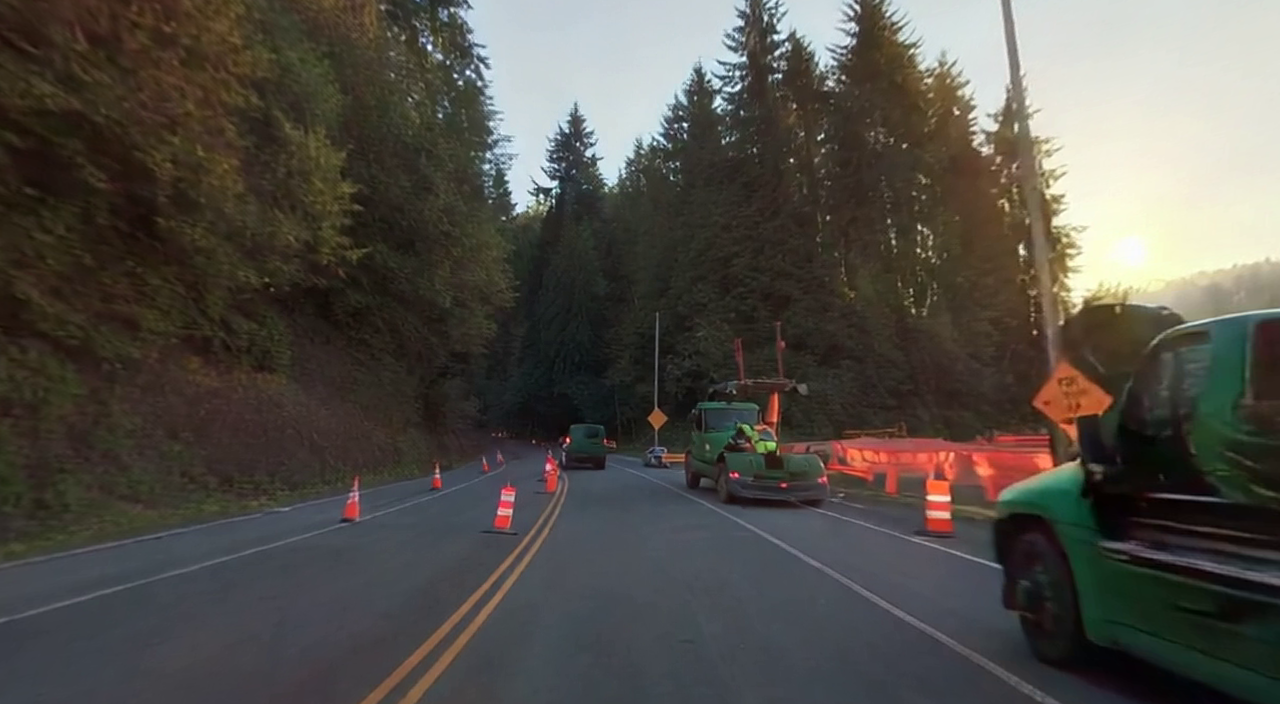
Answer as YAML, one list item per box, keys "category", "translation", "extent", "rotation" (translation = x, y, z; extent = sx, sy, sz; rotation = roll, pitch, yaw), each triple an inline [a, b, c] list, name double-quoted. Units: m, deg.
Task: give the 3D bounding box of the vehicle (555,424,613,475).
- category: "vehicle"
  translation: [-2.787, 4.676, 30.313]
  extent: [2.362, 2.223, 4.892]
  rotation: [1, -9, -9]

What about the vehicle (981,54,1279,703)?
- category: "vehicle"
  translation: [4.654, -0.035, 1.434]
  extent: [3.126, 3.310, 8.534]
  rotation: [0, -9, 2]

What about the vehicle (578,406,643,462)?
- category: "vehicle"
  translation: [-2.538, 6.547, 49.685]
  extent: [2.967, 3.874, 10.436]
  rotation: [2, -9, -14]

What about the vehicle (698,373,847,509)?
- category: "vehicle"
  translation: [3.201, 2.315, 16.419]
  extent: [2.703, 3.066, 4.047]
  rotation: [1, -9, -4]
